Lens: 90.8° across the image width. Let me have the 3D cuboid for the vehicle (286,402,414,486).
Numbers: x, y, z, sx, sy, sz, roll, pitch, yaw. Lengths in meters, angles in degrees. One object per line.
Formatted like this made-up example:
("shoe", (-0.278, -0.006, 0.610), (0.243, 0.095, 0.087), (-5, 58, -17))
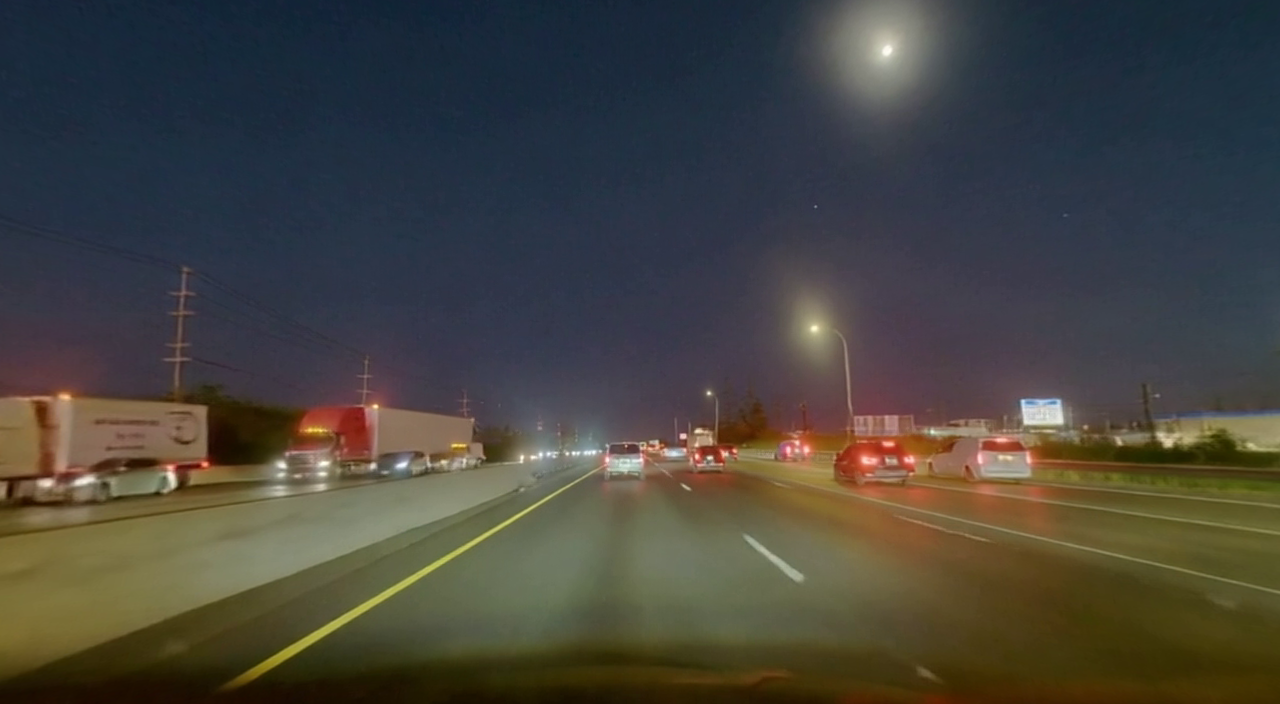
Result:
("vehicle", (-15.368, 5.021, 34.406), (3.032, 3.968, 8.215), (0, -9, -1))

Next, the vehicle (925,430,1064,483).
("vehicle", (11.189, 3.325, 20.342), (1.944, 1.505, 4.138), (0, -9, -2))

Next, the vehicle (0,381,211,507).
("vehicle", (-22.474, 3.670, 25.109), (2.958, 4.081, 11.148), (0, -9, 0))

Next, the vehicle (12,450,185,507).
("vehicle", (-18.200, 4.205, 21.605), (1.866, 1.689, 4.569), (0, -9, 0))

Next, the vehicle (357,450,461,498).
("vehicle", (-7.885, 4.166, 22.068), (1.897, 1.470, 4.474), (0, -8, 0))

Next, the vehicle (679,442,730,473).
("vehicle", (3.264, 5.426, 32.793), (1.934, 1.461, 4.368), (0, -9, -3))

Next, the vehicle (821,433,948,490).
("vehicle", (6.989, 3.180, 18.618), (1.958, 1.473, 4.201), (0, -8, -1))

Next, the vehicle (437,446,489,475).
("vehicle", (-11.896, 7.310, 42.935), (2.102, 1.874, 5.112), (0, -8, -1))

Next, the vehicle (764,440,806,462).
("vehicle", (10.649, 7.287, 46.591), (1.901, 1.485, 4.483), (0, -9, -2))

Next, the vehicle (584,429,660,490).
("vehicle", (-0.556, 3.569, 21.249), (2.298, 1.809, 4.359), (0, -8, 0))
